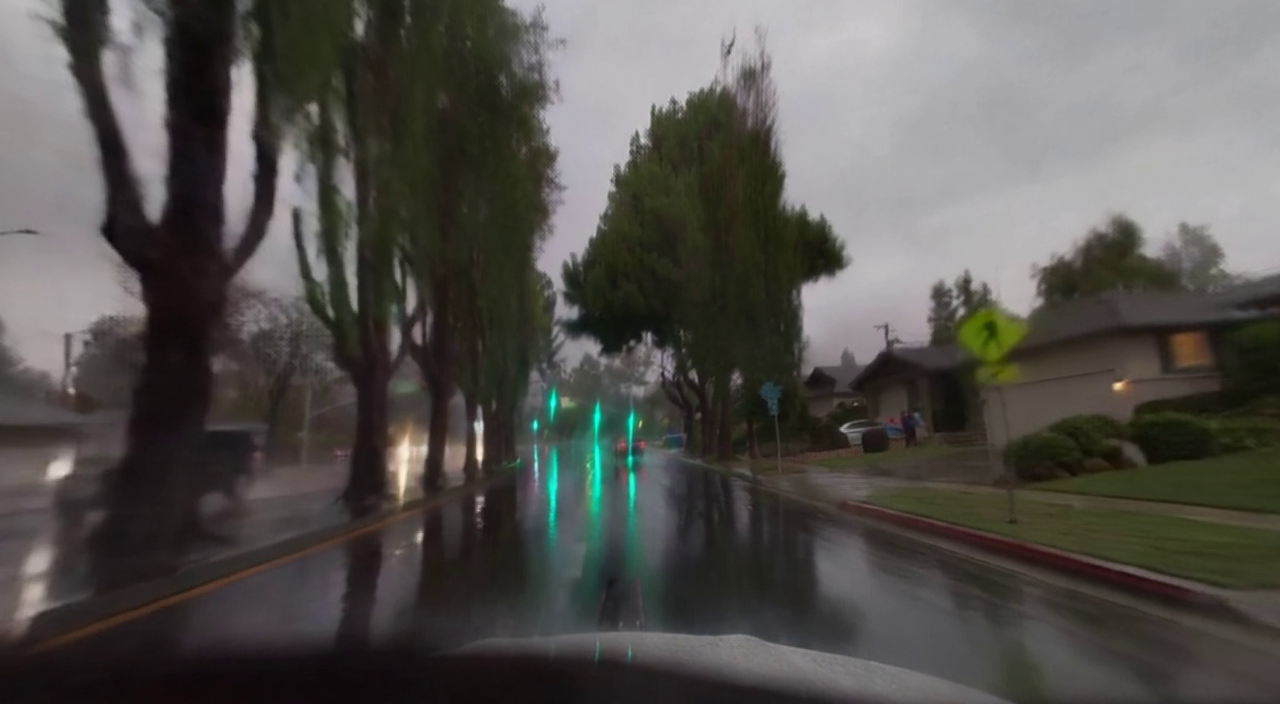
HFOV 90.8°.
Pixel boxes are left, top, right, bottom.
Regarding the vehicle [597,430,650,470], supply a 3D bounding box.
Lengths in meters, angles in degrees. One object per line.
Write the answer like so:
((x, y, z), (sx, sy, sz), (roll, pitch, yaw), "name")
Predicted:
((-0.826, 4.537, 29.273), (1.990, 1.707, 4.225), (1, -9, -8), "vehicle")

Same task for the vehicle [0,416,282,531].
((-10.699, 2.599, 14.233), (2.334, 2.022, 5.653), (0, -8, -5), "vehicle")

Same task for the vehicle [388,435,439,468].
((-14.979, 6.606, 42.138), (2.259, 1.973, 5.712), (1, -9, -11), "vehicle")
